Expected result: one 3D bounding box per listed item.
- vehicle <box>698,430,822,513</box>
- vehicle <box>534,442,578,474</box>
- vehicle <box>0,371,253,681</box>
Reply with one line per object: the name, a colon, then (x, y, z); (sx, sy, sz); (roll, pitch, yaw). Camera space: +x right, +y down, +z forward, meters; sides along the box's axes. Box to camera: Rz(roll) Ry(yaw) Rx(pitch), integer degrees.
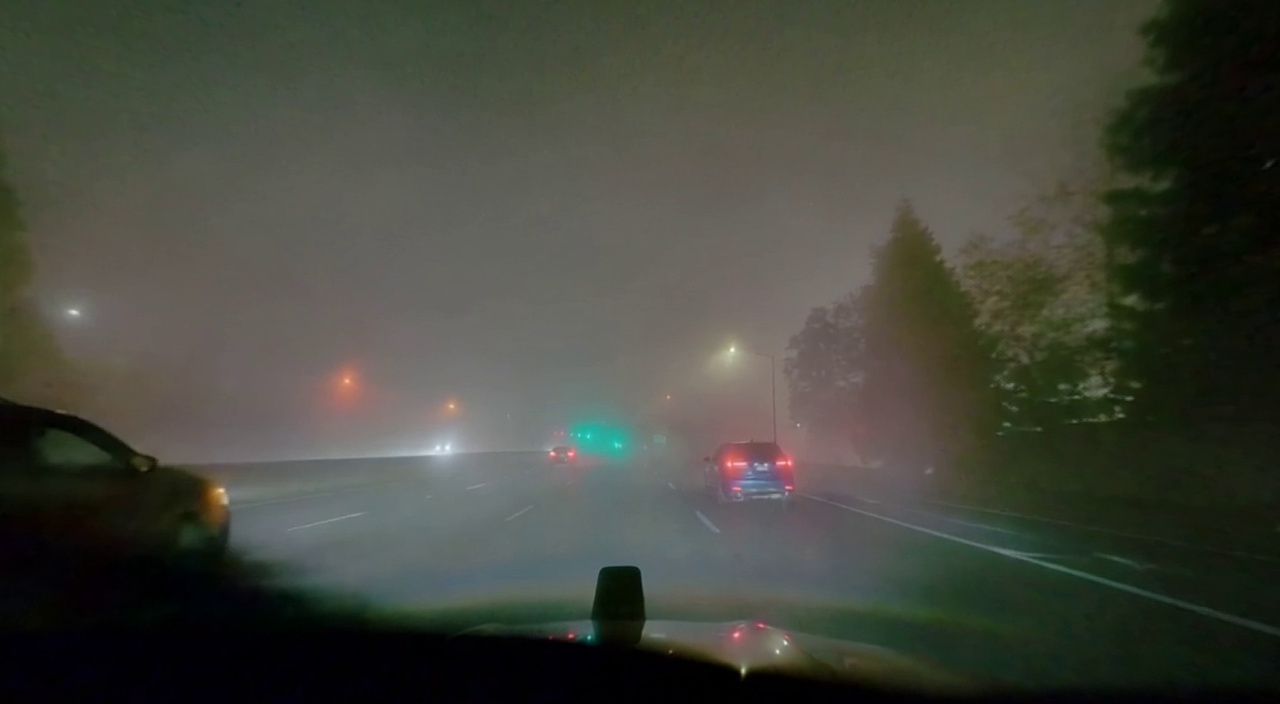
vehicle: (2.666, 2.784, 15.158); (1.997, 1.686, 4.247); (0, -9, -2)
vehicle: (-5.047, 6.446, 38.763); (2.160, 1.794, 4.646); (0, -9, -1)
vehicle: (-4.803, 1.001, 3.595); (2.176, 1.779, 4.755); (0, -9, 0)
